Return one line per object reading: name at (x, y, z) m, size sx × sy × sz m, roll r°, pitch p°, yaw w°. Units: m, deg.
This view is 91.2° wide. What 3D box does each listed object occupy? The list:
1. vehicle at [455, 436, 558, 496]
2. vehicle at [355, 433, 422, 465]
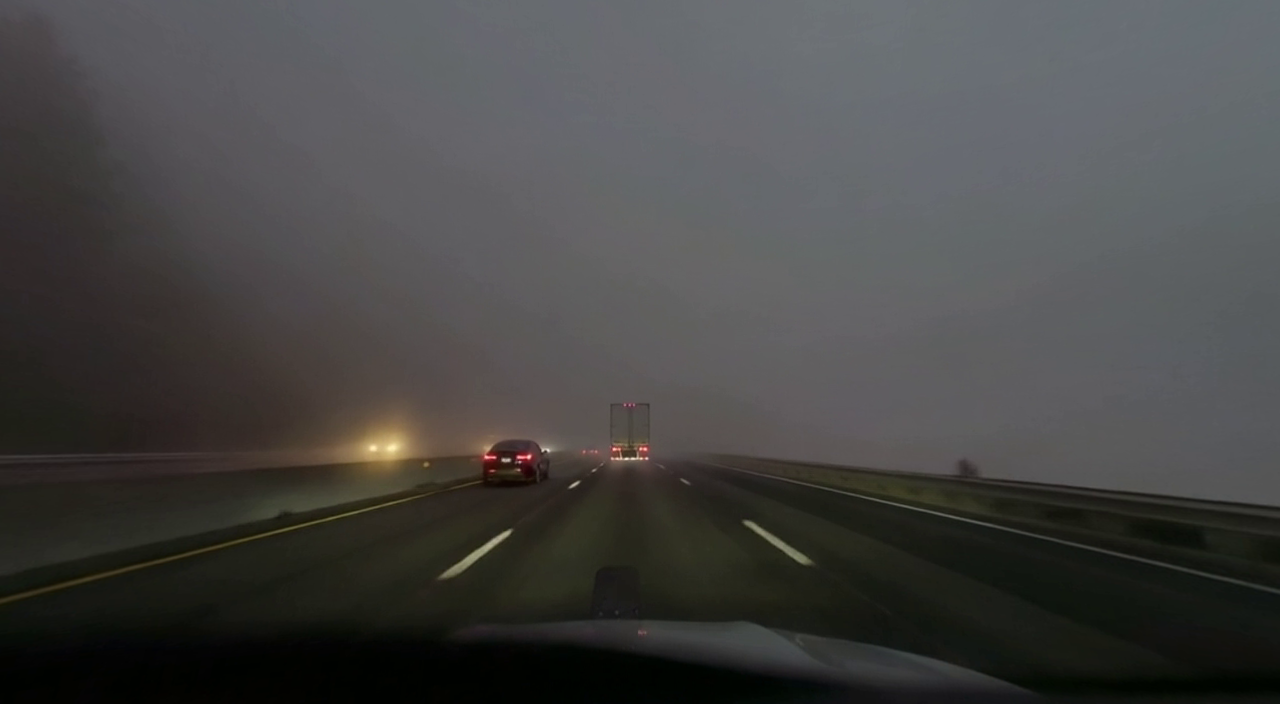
vehicle at (-3.744, 3.298, 18.448) m, size 2.057 × 1.519 × 4.372 m, roll 0°, pitch -9°, yaw 1°
vehicle at (-13.969, 5.442, 35.058) m, size 1.983 × 1.629 × 4.311 m, roll 0°, pitch -9°, yaw 0°
